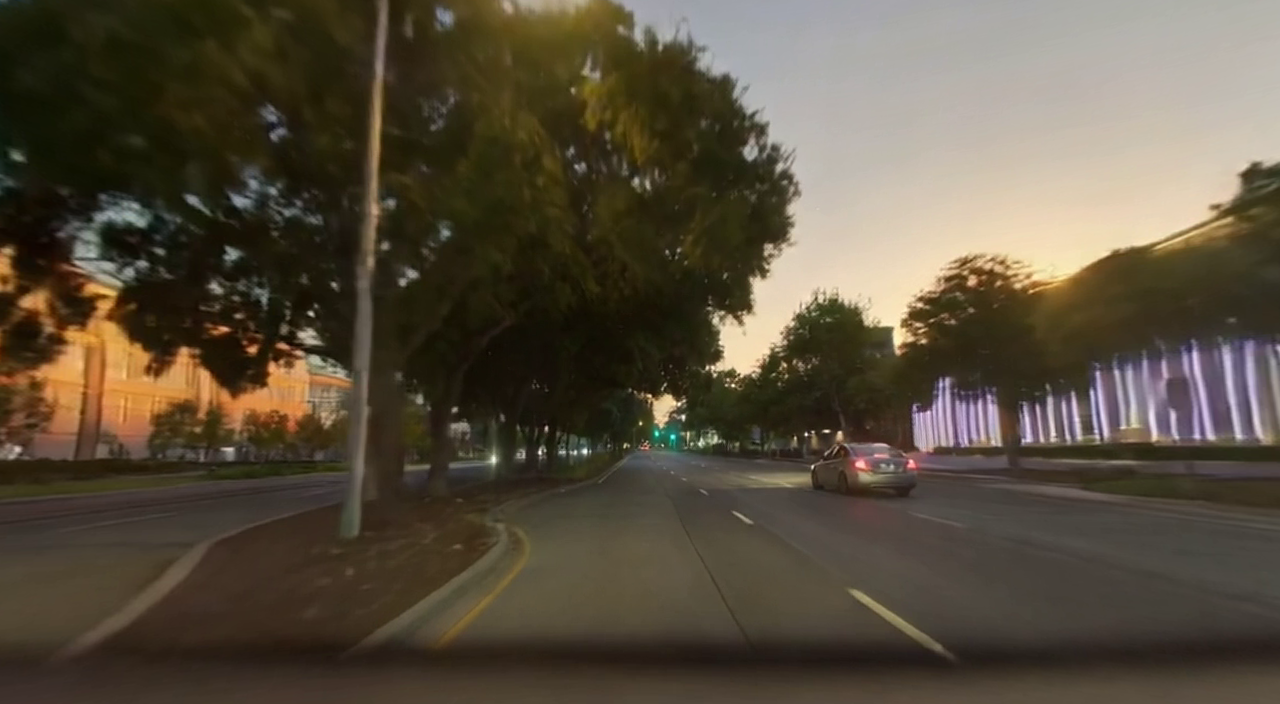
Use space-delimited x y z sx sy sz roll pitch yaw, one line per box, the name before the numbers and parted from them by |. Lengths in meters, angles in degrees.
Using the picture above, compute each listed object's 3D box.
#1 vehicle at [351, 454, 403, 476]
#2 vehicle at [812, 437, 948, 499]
vehicle | -19.292 8.284 46.578 1.895 1.458 4.586 -3 -9 0
vehicle | 6.602 3.240 18.074 1.913 1.504 4.738 0 -8 -1
